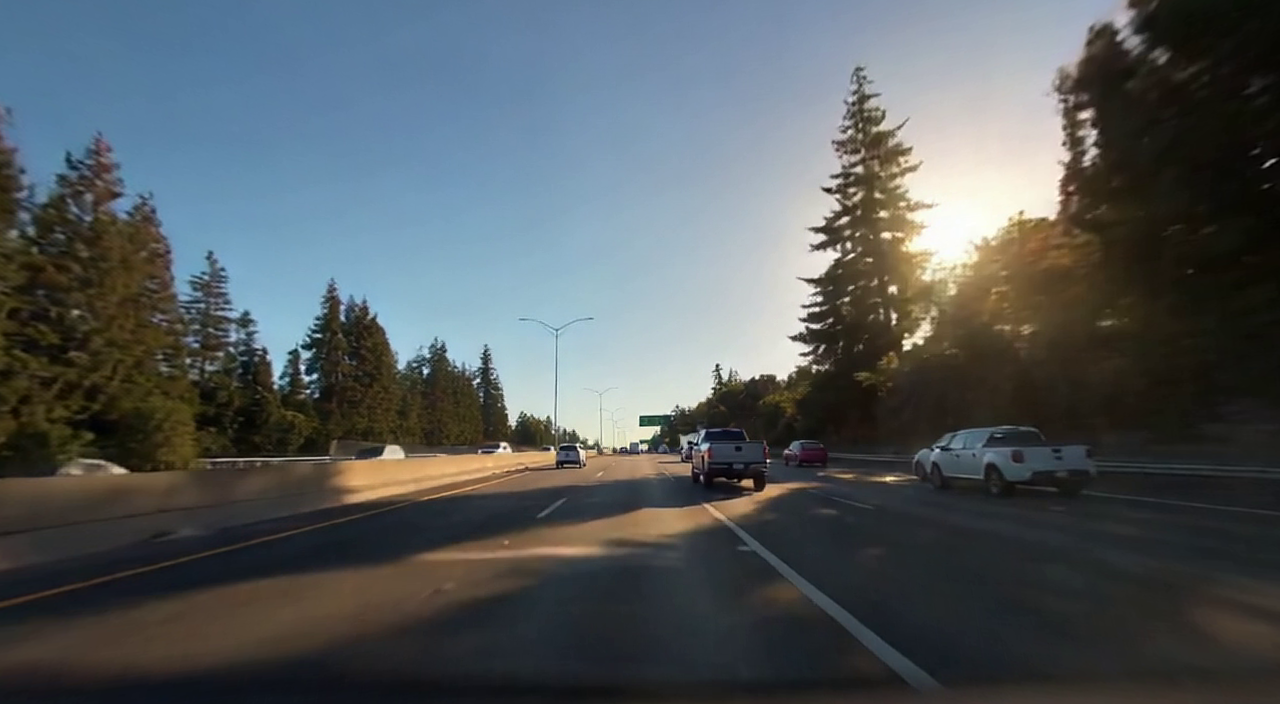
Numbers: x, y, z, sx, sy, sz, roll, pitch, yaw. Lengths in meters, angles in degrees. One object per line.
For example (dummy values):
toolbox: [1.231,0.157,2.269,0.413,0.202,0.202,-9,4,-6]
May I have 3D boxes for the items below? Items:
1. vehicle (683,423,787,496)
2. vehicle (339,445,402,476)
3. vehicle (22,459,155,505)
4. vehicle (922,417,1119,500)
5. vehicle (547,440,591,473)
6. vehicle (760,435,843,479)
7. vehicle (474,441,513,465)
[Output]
vehicle: [2.636,3.208,19.197,2.200,1.870,5.649,0,-9,-1]
vehicle: [-12.273,4.937,28.952,1.428,1.305,3.191,0,-8,0]
vehicle: [-18.745,4.396,21.664,1.529,1.344,3.314,0,-9,-1]
vehicle: [9.907,2.829,17.115,2.046,1.873,5.131,0,-9,-1]
vehicle: [-3.883,5.781,35.144,1.992,1.651,4.185,0,-9,0]
vehicle: [6.534,4.317,26.198,2.105,1.655,4.652,0,-9,-1]
vehicle: [-9.008,6.248,39.072,1.669,1.420,3.479,-1,-9,-1]
